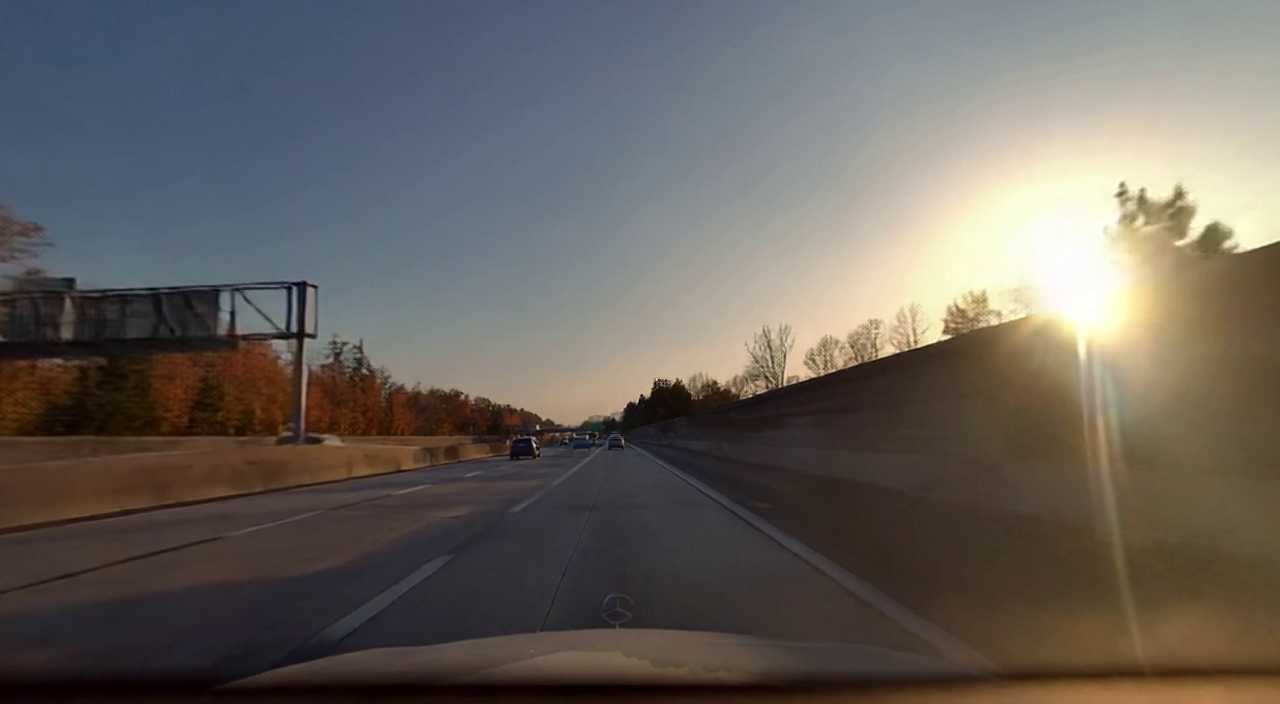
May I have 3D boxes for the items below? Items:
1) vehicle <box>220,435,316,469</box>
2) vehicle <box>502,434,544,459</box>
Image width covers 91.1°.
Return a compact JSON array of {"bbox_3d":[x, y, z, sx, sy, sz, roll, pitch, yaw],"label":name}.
[{"bbox_3d":[-19.992,5.359,34.121,2.082,1.681,5.193,0,-8,-1],"label":"vehicle"},{"bbox_3d":[-7.355,5.947,39.738,1.988,1.505,4.044,0,-8,-2],"label":"vehicle"}]
